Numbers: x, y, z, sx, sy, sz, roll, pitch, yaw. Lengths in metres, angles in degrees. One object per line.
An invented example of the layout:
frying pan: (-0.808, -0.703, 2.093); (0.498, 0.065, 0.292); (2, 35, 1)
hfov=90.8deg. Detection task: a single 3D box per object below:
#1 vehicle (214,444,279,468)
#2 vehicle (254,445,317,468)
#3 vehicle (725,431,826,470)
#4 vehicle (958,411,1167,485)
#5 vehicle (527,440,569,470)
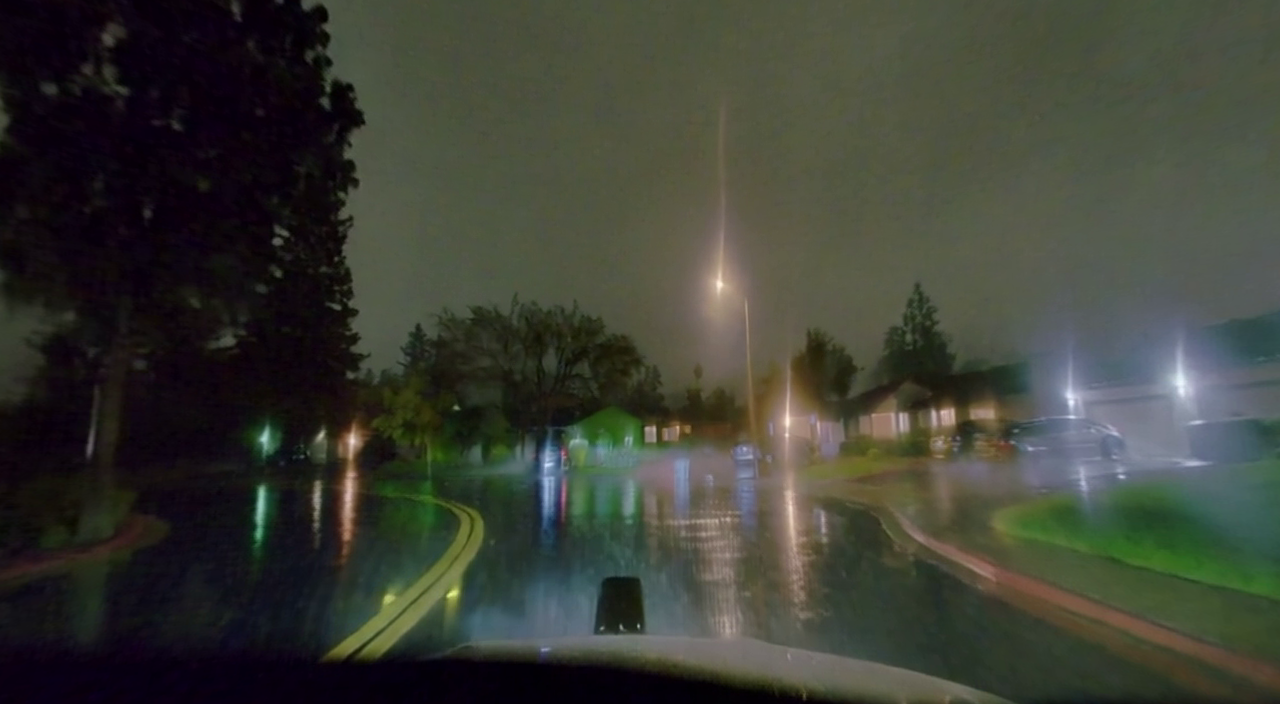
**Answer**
vehicle: (-27.357, 7.235, 44.131); (2.042, 1.633, 4.132); (0, -9, -3)
vehicle: (-24.703, 7.259, 44.177); (1.933, 1.477, 4.361); (0, -9, -2)
vehicle: (6.916, 4.958, 32.126); (4.799, 1.451, 2.144); (-1, -7, -32)
vehicle: (11.693, 2.713, 17.761); (4.327, 1.573, 1.967); (-5, -10, -1)
vehicle: (-5.574, 6.278, 38.832); (1.819, 1.442, 4.329); (0, -4, 2)
